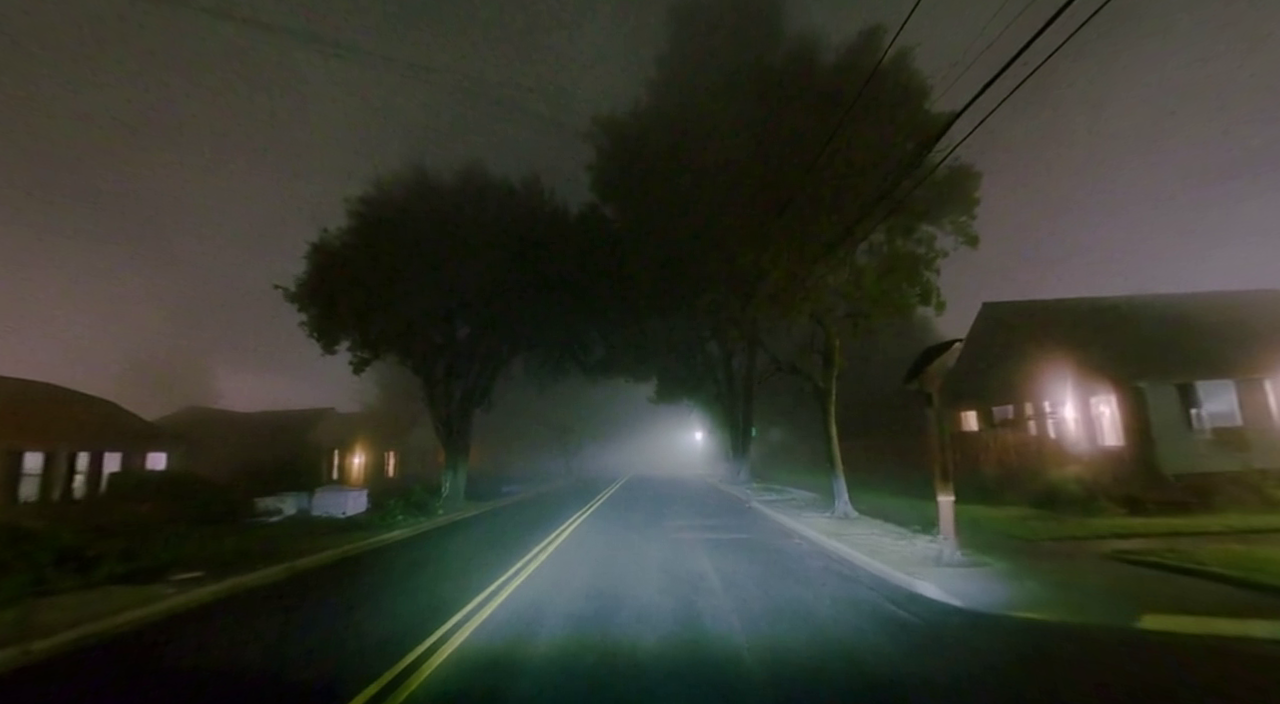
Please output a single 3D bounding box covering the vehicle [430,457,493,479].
[{"bbox_3d":[-13.970,9.124,49.543,4.402,1.607,1.923,1,-8,-3],"label":"vehicle"}]
